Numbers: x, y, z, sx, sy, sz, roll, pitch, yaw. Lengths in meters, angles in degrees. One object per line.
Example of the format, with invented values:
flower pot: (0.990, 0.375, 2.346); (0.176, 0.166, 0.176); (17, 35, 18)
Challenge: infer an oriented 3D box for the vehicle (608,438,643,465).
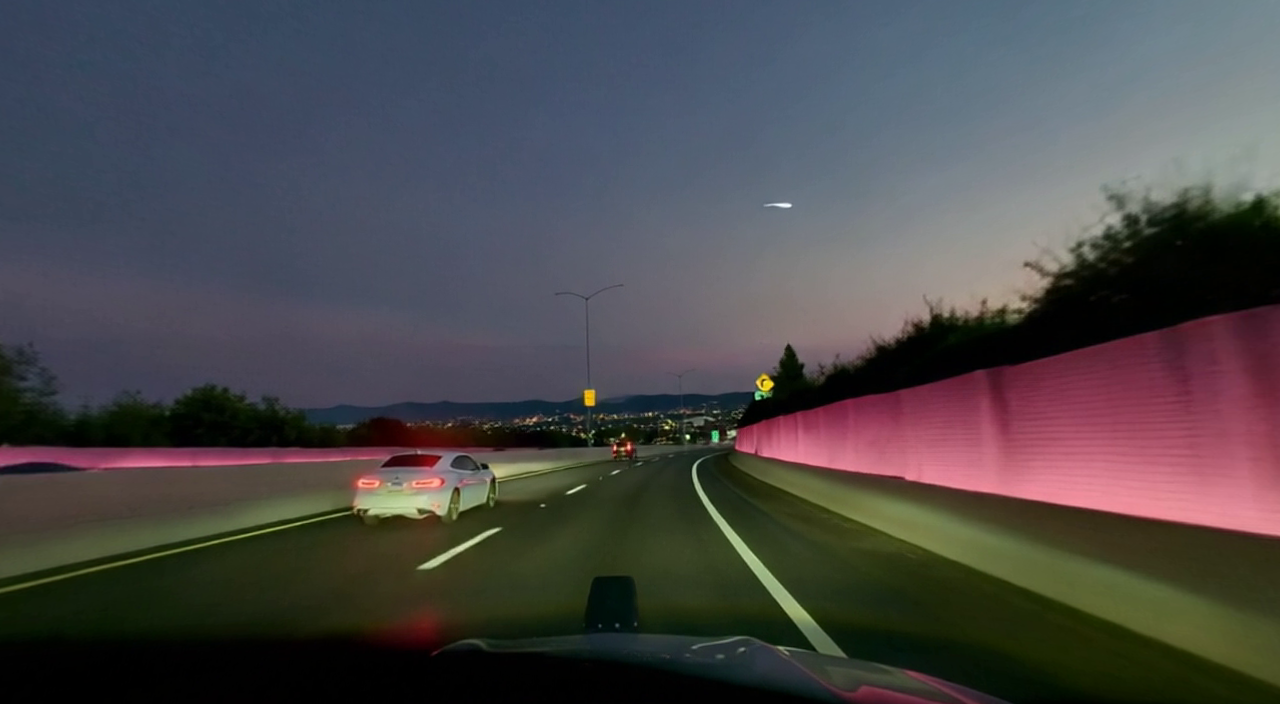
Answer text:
vehicle: (-0.919, 6.588, 41.889); (1.833, 1.697, 3.984); (-1, -9, 6)

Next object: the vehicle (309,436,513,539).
vehicle: (-3.629, 2.217, 10.976); (1.746, 1.405, 4.339); (-1, -9, 3)
